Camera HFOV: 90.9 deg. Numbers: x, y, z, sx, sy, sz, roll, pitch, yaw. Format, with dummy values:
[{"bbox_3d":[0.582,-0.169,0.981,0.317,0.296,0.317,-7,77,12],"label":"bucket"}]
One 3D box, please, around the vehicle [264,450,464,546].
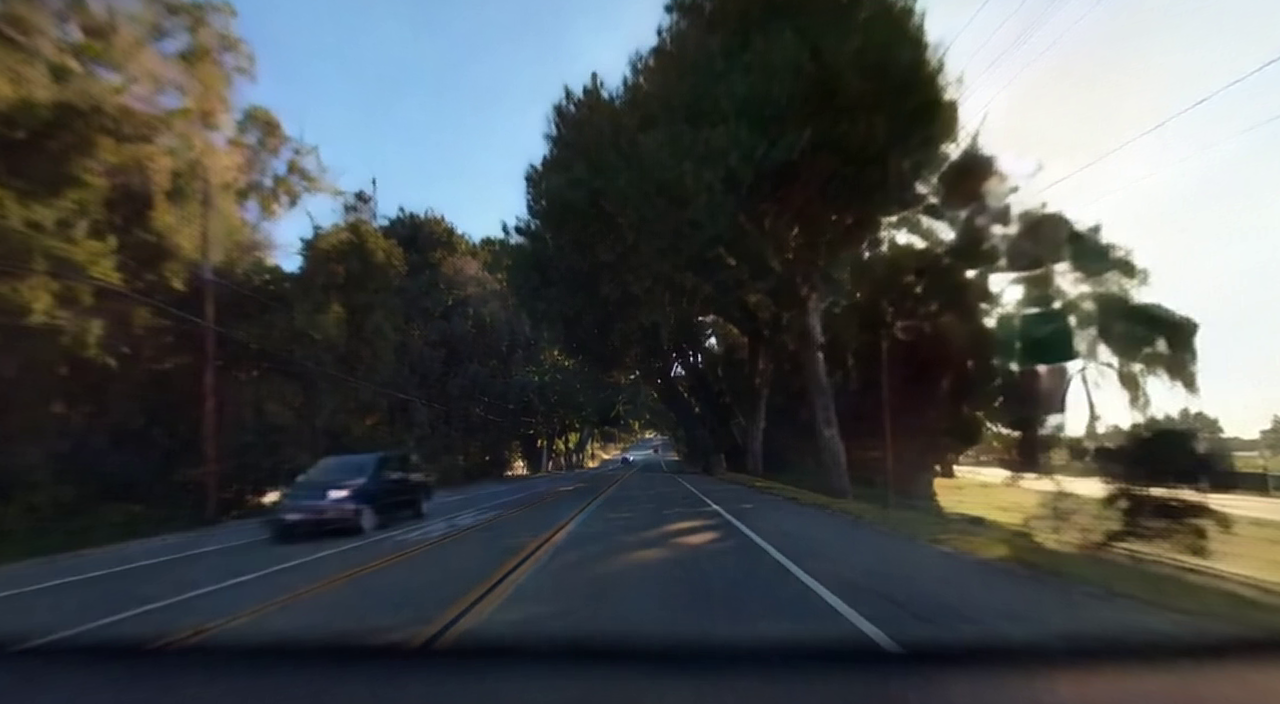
[{"bbox_3d":[-5.279,2.815,12.852,2.000,1.546,4.342,-1,-8,2],"label":"vehicle"}]
